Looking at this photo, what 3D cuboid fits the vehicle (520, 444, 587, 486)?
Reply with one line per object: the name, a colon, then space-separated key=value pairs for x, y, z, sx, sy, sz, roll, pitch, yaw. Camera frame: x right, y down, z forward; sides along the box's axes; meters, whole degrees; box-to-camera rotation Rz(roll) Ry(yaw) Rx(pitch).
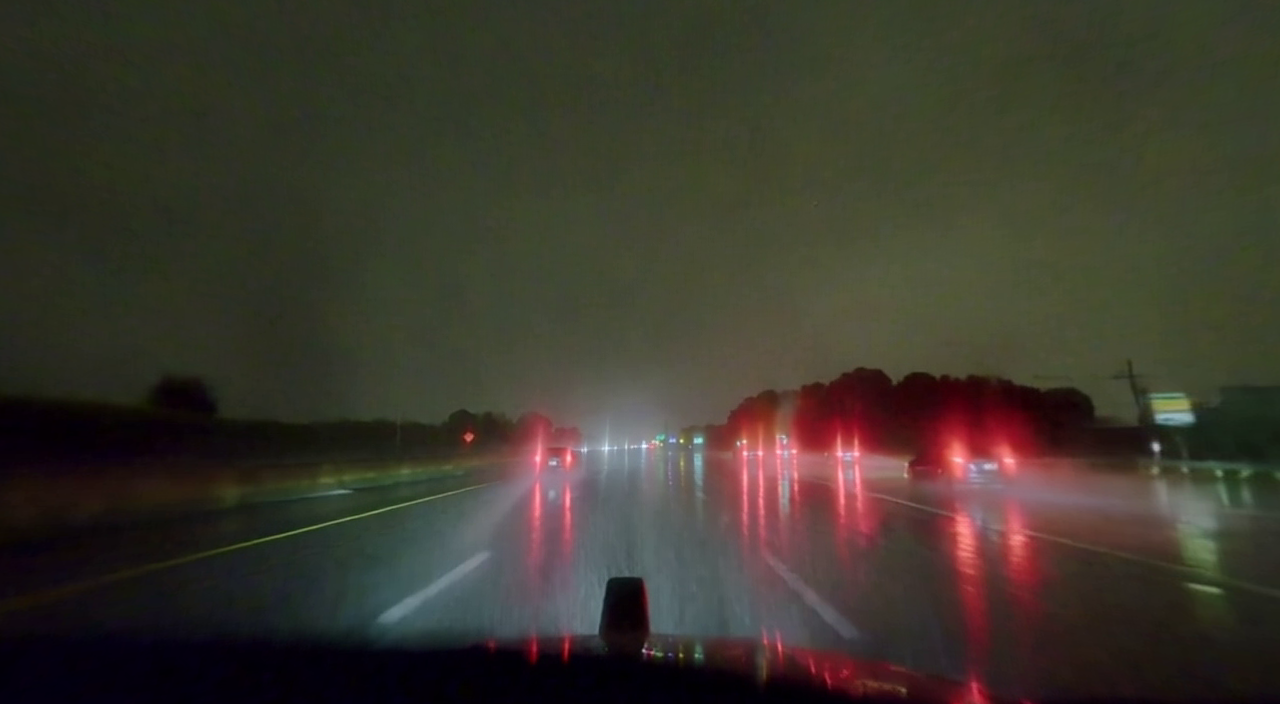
vehicle: x=-3.310 y=4.393 z=24.846 sx=1.968 sy=1.504 sz=3.892 roll=0 pitch=-8 yaw=2
